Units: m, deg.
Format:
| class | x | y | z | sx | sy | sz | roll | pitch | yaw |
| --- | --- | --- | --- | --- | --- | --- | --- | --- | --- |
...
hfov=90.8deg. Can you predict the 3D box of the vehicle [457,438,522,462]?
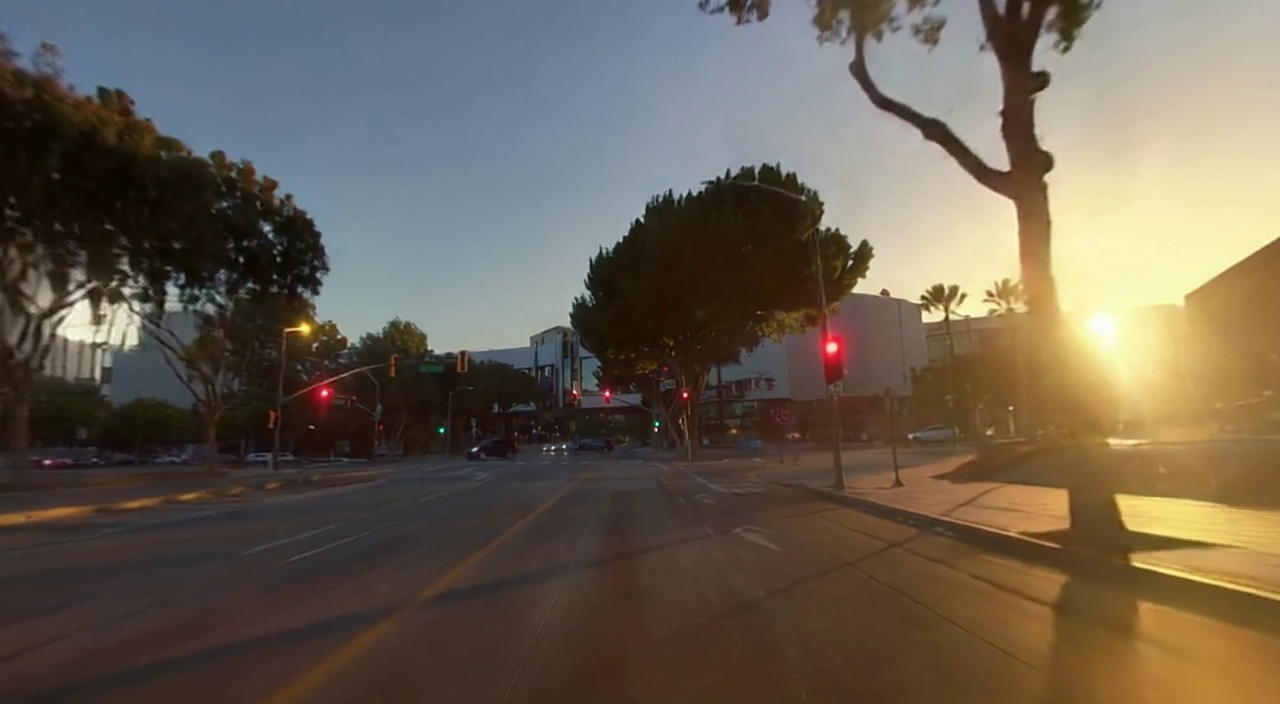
| class | x | y | z | sx | sy | sz | roll | pitch | yaw |
| --- | --- | --- | --- | --- | --- | --- | --- | --- | --- |
| vehicle | -10.642 | 6.950 | 45.002 | 2.111 | 1.598 | 4.359 | -4 | -10 | 26 |
